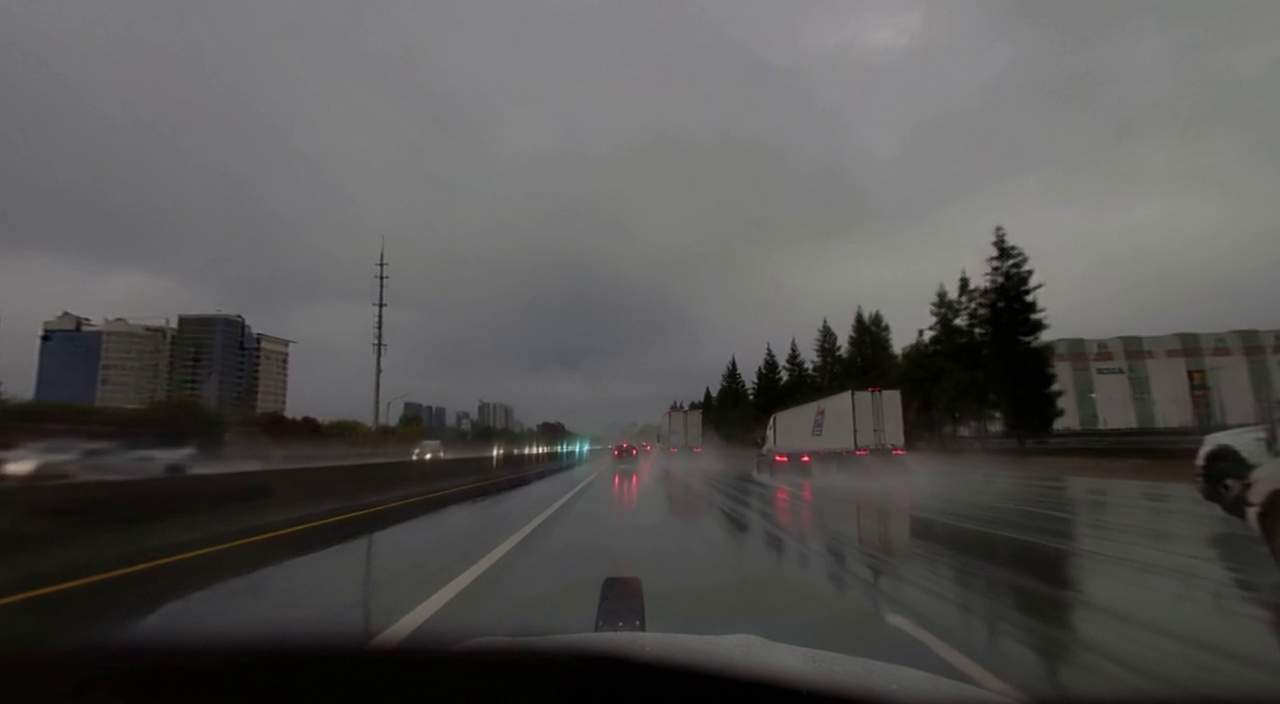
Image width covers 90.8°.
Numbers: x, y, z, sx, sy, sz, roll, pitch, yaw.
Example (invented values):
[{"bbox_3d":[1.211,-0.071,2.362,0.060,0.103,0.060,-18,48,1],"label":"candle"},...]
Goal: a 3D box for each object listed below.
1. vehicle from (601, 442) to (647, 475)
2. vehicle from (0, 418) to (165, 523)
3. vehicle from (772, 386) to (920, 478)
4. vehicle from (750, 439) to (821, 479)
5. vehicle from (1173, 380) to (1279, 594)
[{"bbox_3d":[-0.782,5.285,31.544,2.163,1.551,4.180,0,-9,-1],"label":"vehicle"},{"bbox_3d":[-12.786,2.345,12.679,2.179,1.895,5.631,0,-9,-1],"label":"vehicle"},{"bbox_3d":[11.248,4.963,37.615,2.898,4.171,17.188,0,-9,-1],"label":"vehicle"},{"bbox_3d":[6.479,4.824,28.728,2.154,1.658,4.347,0,-9,-1],"label":"vehicle"},{"bbox_3d":[7.280,1.004,4.230,2.369,2.007,5.700,0,-9,0],"label":"vehicle"}]
